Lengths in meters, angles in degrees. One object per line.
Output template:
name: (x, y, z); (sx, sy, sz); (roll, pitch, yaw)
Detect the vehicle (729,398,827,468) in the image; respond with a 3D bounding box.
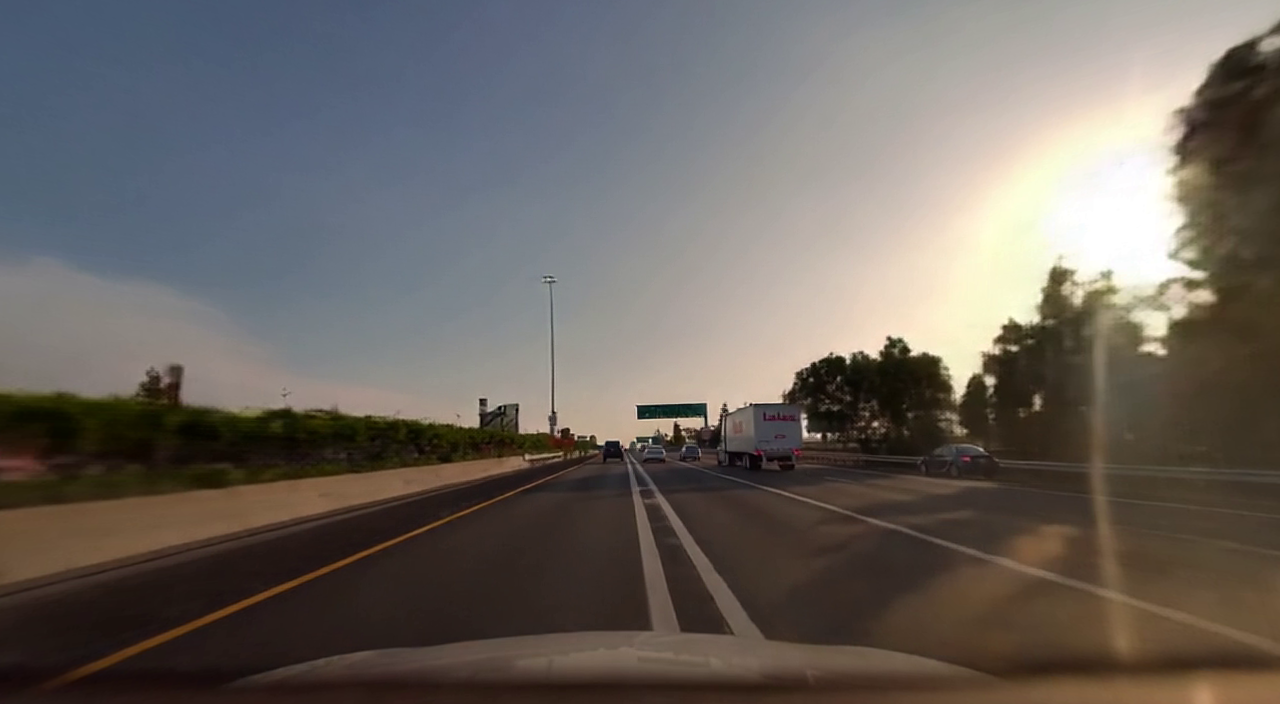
vehicle: (9.328, 6.016, 45.820); (2.892, 4.128, 16.495); (0, -9, -2)

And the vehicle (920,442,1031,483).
vehicle: (13.122, 4.311, 25.069); (1.862, 1.462, 4.459); (0, -9, -2)

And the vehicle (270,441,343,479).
vehicle: (-25.397, 8.214, 48.431); (2.457, 2.683, 5.902); (0, -8, -1)
